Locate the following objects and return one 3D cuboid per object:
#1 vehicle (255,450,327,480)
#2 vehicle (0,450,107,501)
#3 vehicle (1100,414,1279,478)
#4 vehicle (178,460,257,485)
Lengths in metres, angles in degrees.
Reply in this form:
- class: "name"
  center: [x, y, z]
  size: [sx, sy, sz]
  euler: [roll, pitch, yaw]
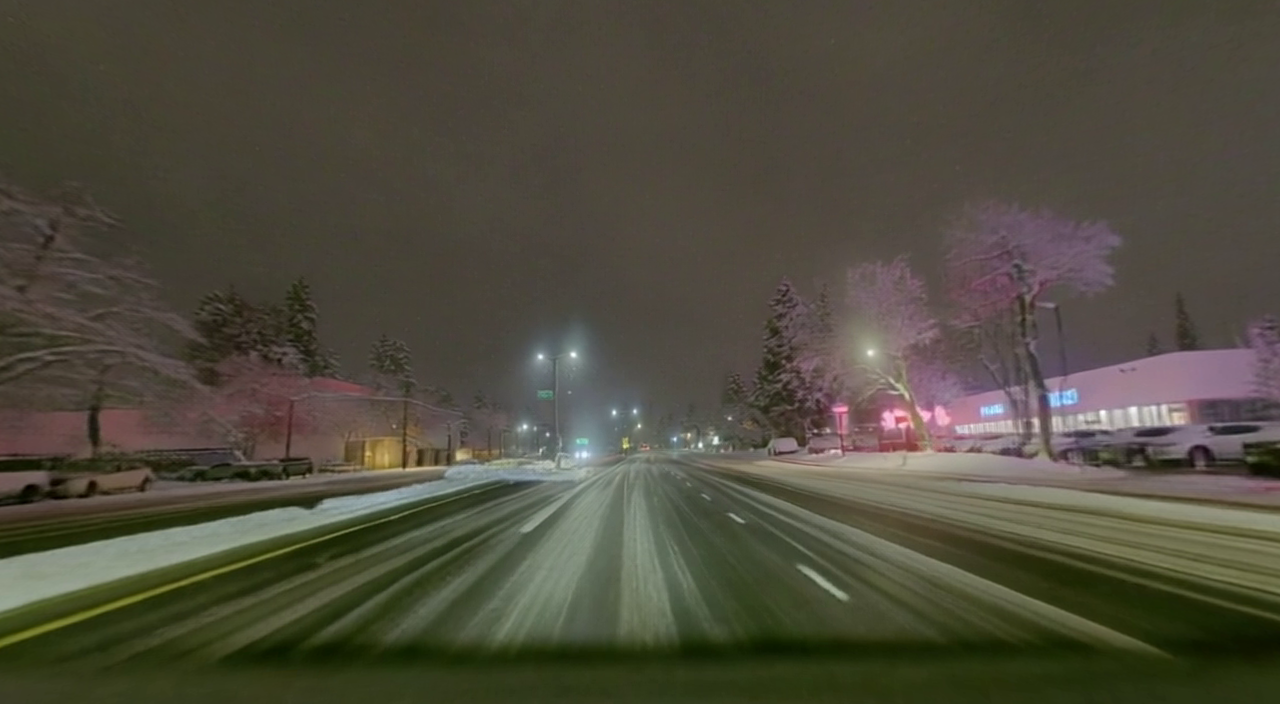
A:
- class: "vehicle"
  center: [-24.950, 8.051, 45.083]
  size: [5.468, 1.809, 2.141]
  euler: [-9, -10, 32]
- class: "vehicle"
  center: [-25.074, 4.950, 25.255]
  size: [5.166, 1.832, 2.213]
  euler: [0, -9, -15]
- class: "vehicle"
  center: [20.237, 3.443, 23.127]
  size: [5.006, 1.943, 1.994]
  euler: [-3, -9, 0]
- class: "vehicle"
  center: [-29.001, 8.256, 43.591]
  size: [1.864, 1.502, 4.731]
  euler: [-1, -9, 6]
